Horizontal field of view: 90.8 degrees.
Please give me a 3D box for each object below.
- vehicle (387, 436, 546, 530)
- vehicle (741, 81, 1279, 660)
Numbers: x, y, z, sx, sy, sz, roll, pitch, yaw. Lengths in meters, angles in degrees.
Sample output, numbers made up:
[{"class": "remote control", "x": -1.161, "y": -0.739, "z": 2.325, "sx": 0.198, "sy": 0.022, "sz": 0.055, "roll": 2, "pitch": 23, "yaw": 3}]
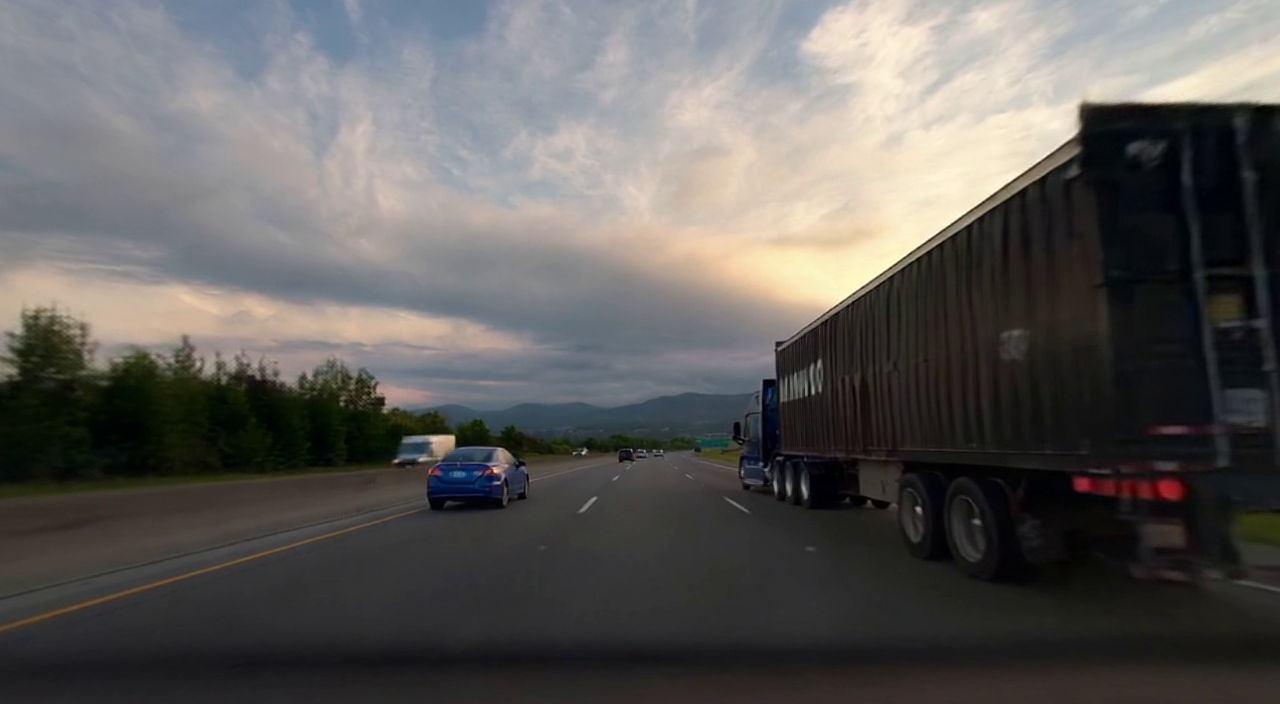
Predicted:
[{"class": "vehicle", "x": -3.208, "y": 2.504, "z": 12.704, "sx": 1.945, "sy": 1.537, "sz": 4.294, "roll": 0, "pitch": -9, "yaw": 1}, {"class": "vehicle", "x": 4.454, "y": 1.034, "z": 11.255, "sx": 2.832, "sy": 4.034, "sz": 13.924, "roll": 0, "pitch": -9, "yaw": -1}]
